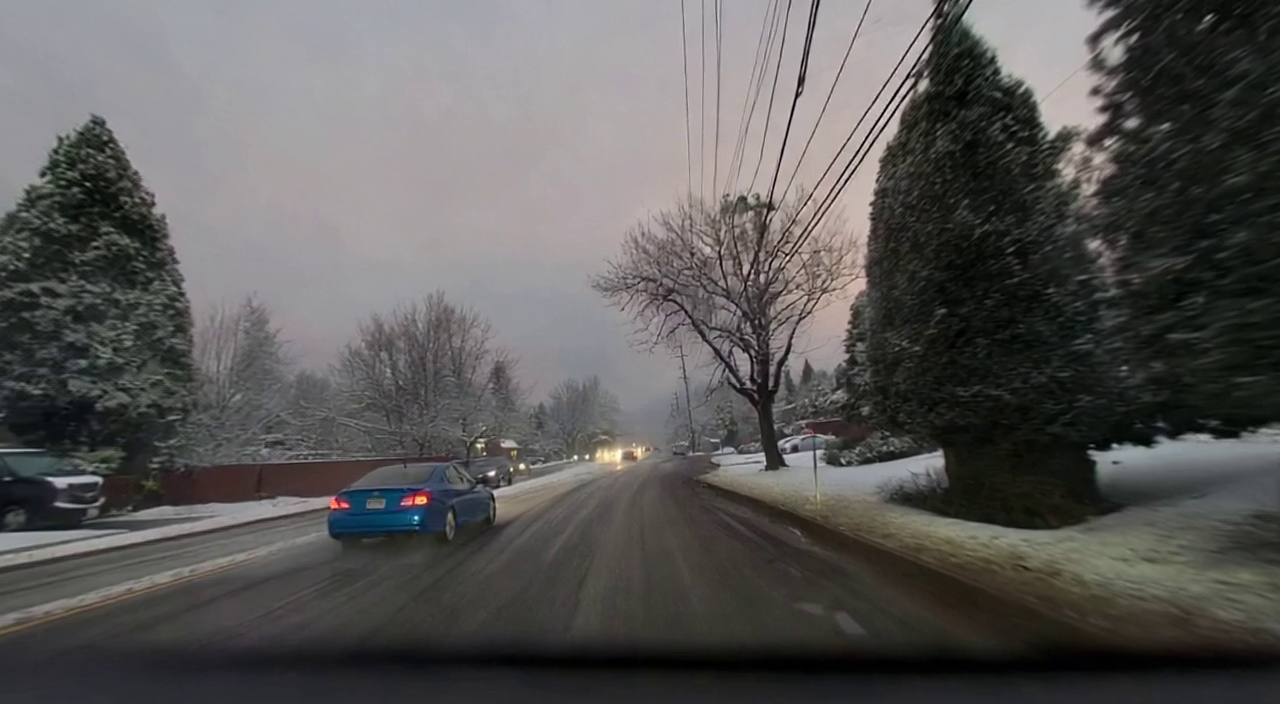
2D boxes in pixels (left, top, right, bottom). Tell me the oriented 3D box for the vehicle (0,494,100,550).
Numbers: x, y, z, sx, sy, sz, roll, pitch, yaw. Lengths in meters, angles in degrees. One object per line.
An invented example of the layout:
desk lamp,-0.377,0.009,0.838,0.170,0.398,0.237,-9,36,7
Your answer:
vehicle,-19.941,5.234,19.459,4.472,1.482,2.050,3,-10,-20

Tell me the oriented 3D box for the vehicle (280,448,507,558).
vehicle,-3.892,2.439,11.067,2.041,1.471,4.602,-1,-8,1

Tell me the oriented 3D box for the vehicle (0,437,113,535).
vehicle,-23.478,4.492,21.404,7.982,3.178,2.531,3,-9,-19
